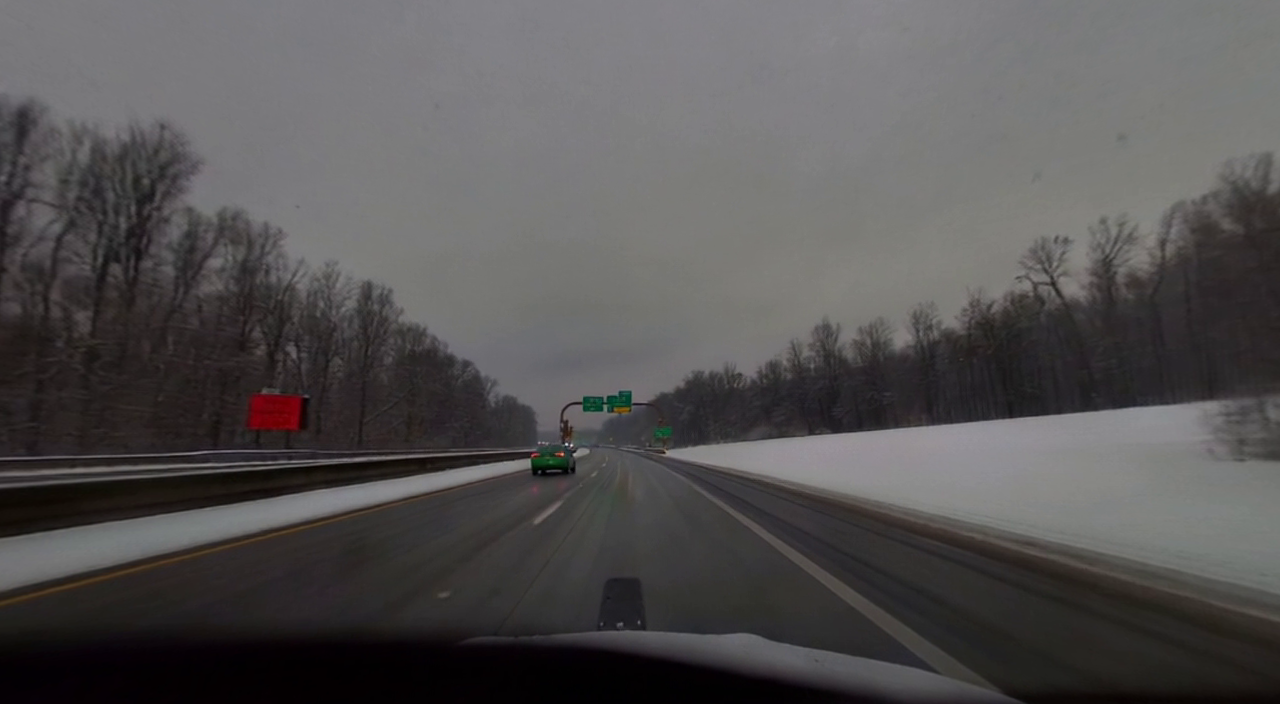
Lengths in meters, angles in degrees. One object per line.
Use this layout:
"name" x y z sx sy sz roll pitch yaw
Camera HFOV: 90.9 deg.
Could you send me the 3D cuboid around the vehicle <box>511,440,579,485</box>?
"vehicle" -3.469 4.113 23.760 1.990 1.532 3.911 0 -9 0
